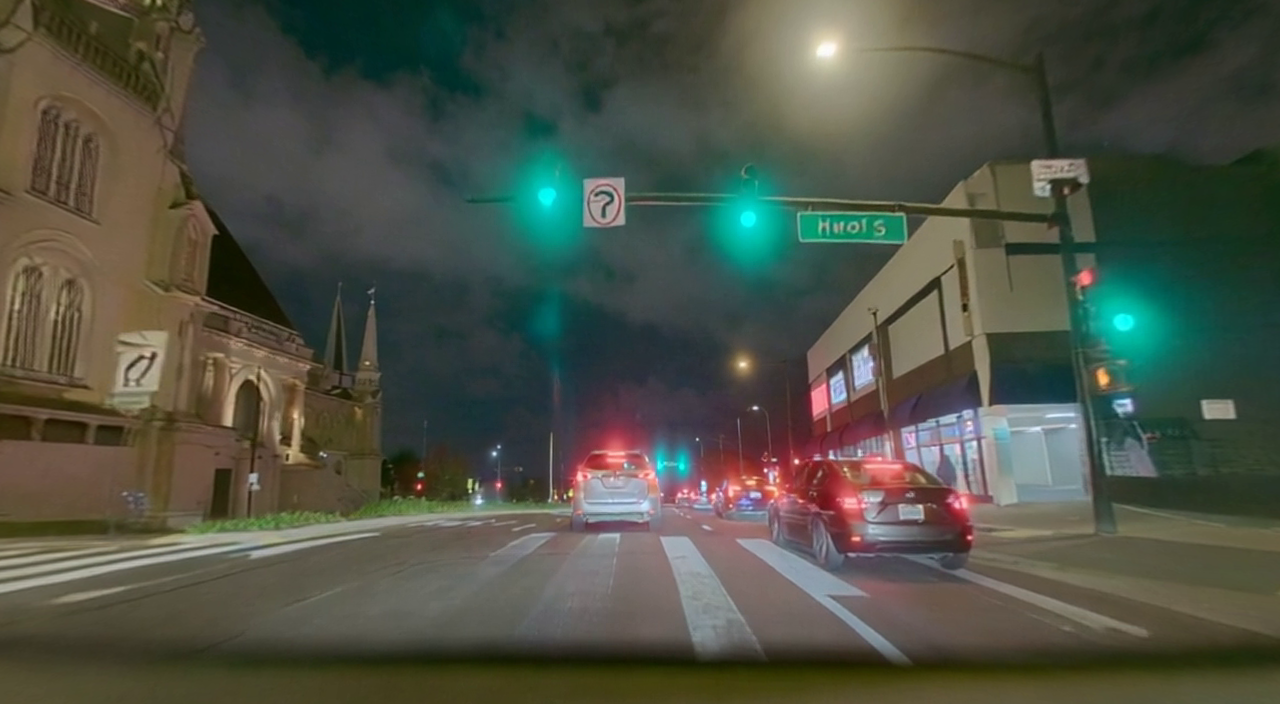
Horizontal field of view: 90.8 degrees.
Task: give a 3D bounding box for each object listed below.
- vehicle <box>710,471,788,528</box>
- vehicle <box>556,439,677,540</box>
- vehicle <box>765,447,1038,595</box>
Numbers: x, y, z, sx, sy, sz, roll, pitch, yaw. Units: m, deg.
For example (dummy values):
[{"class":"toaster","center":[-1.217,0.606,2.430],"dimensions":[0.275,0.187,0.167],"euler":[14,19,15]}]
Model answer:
[{"class":"vehicle","center":[3.461,4.750,20.766],"dimensions":[1.890,1.491,4.166],"euler":[0,-8,1]},{"class":"vehicle","center":[-0.436,2.774,13.461],"dimensions":[2.168,1.776,4.135],"euler":[0,-8,0]},{"class":"vehicle","center":[3.152,2.091,8.818],"dimensions":[1.883,1.472,4.471],"euler":[0,-8,0]}]
